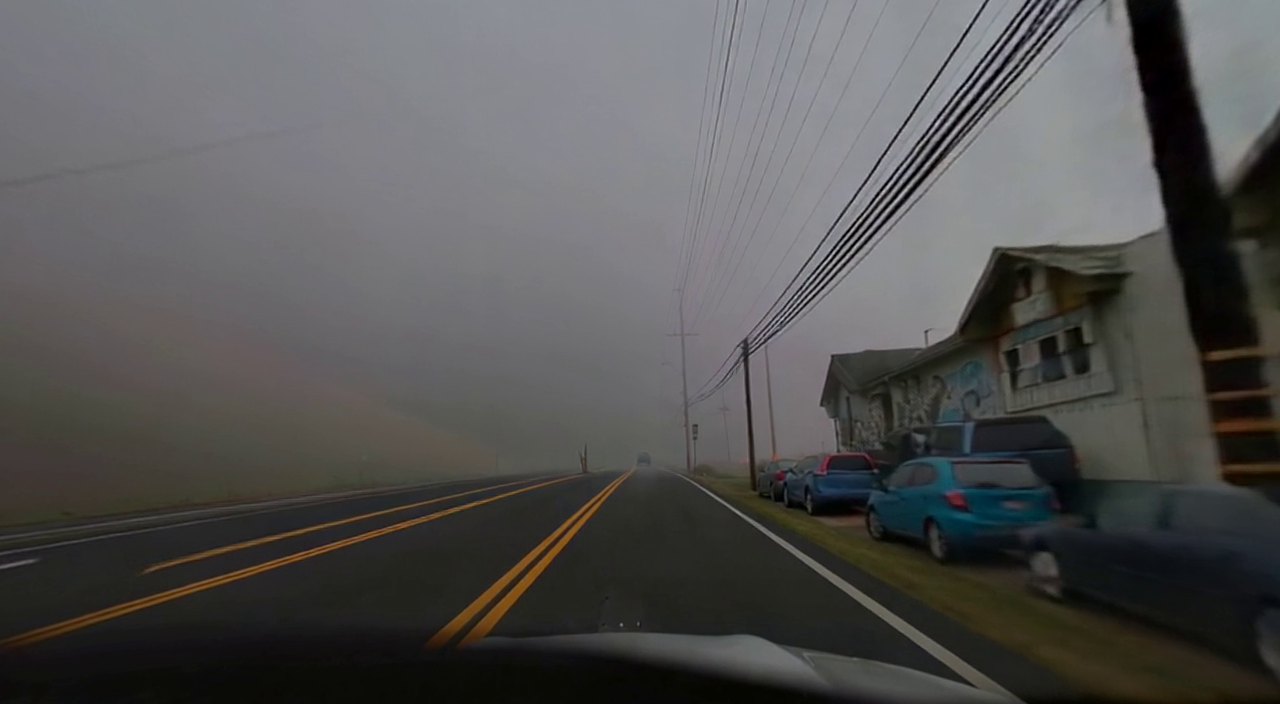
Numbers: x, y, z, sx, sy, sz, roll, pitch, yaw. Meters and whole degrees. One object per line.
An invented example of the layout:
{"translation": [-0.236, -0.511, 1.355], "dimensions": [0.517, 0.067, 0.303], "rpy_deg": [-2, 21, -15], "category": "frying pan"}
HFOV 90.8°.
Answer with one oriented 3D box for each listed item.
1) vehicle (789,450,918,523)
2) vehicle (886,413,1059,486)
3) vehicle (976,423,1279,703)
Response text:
{"translation": [5.742, 3.637, 17.750], "dimensions": [2.056, 1.693, 4.803], "rpy_deg": [0, -9, 1], "category": "vehicle"}
{"translation": [8.741, 2.647, 17.299], "dimensions": [2.082, 1.678, 5.079], "rpy_deg": [0, -9, 1], "category": "vehicle"}
{"translation": [5.234, 1.593, 5.326], "dimensions": [2.072, 1.889, 4.468], "rpy_deg": [-5, -11, -2], "category": "vehicle"}
